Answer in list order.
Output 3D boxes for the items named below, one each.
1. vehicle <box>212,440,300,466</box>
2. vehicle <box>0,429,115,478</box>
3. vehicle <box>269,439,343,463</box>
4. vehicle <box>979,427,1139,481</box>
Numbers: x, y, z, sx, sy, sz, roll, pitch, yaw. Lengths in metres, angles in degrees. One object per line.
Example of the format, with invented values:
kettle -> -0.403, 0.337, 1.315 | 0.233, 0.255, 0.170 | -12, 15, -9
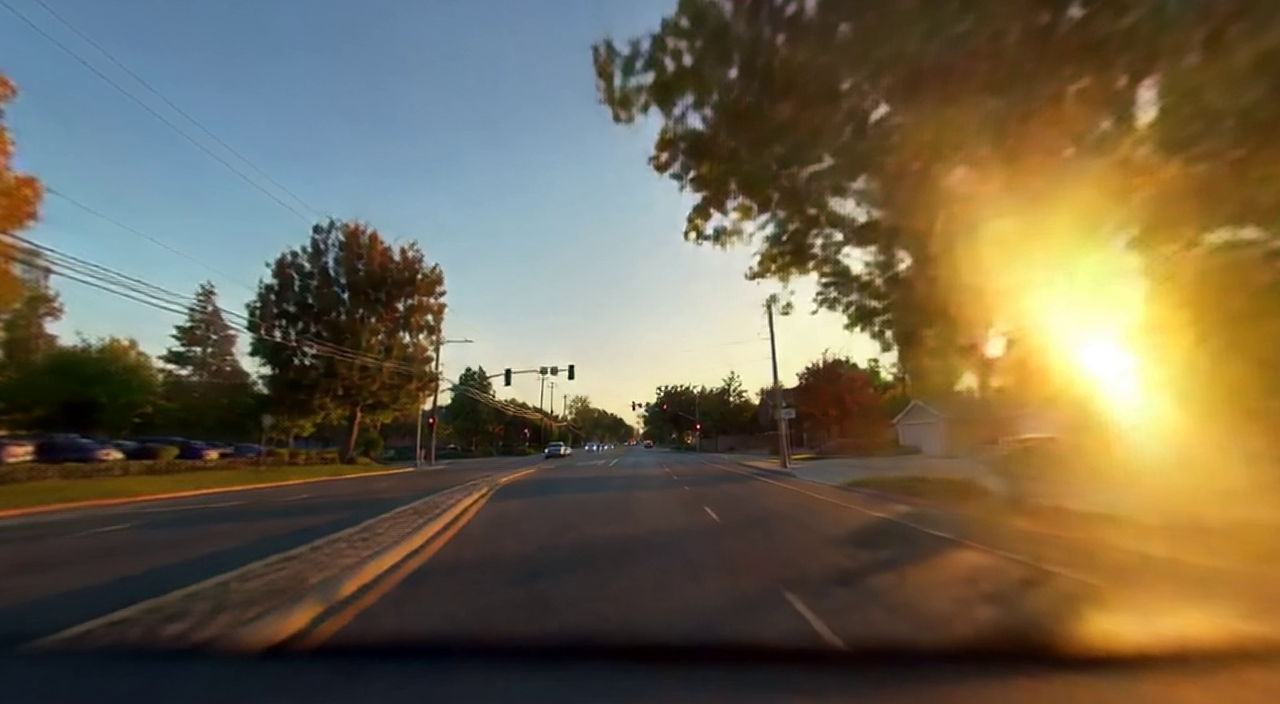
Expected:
vehicle -> -23.493, 6.192, 38.669 | 4.116, 1.548, 1.923 | 0, -8, 0
vehicle -> -23.972, 3.959, 24.630 | 4.928, 1.783, 2.153 | 0, -8, 1
vehicle -> -23.394, 6.924, 44.192 | 4.043, 1.551, 1.988 | -1, -9, 2
vehicle -> 14.297, 3.460, 21.593 | 4.276, 1.703, 2.088 | 2, -9, -14
